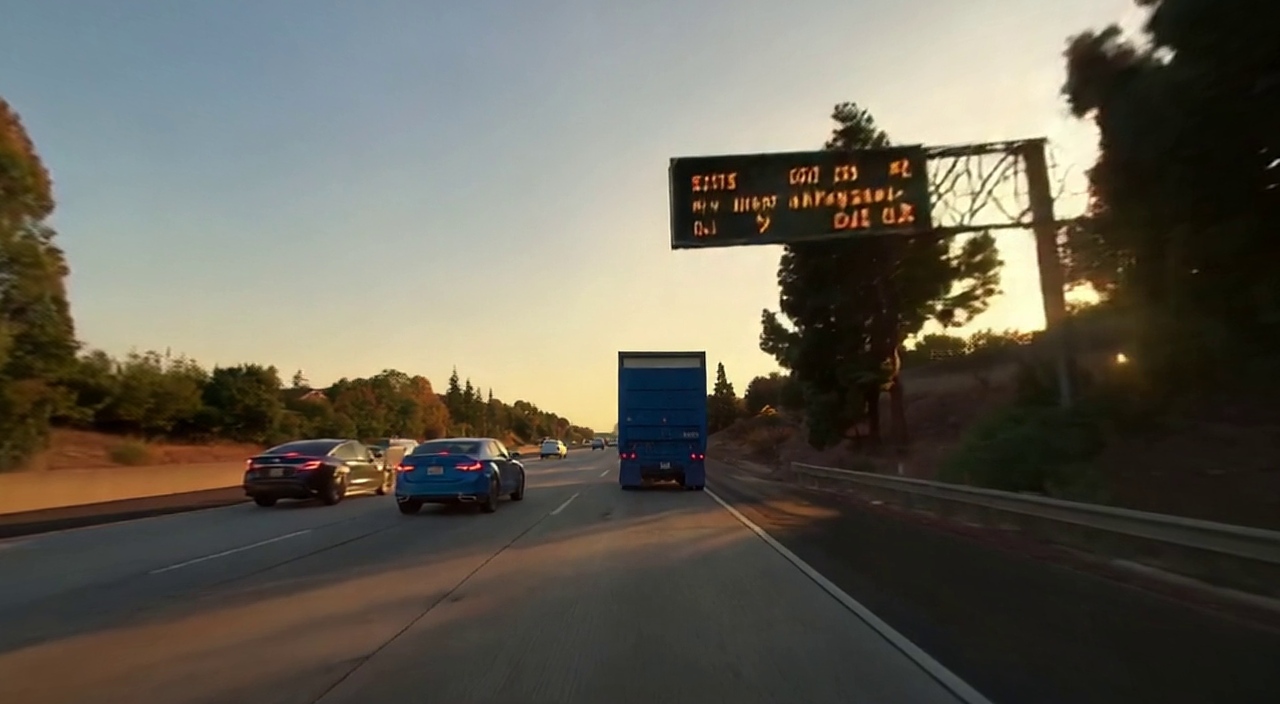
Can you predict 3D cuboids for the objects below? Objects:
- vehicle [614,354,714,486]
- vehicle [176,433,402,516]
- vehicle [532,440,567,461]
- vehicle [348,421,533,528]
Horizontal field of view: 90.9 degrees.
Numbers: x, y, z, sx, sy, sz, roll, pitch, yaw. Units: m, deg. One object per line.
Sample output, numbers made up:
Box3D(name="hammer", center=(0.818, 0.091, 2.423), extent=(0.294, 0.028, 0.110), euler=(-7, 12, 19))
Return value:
Box3D(name="vehicle", center=(0.727, 2.751, 23.715), extent=(2.870, 3.841, 10.653), euler=(0, -9, 0))
Box3D(name="vehicle", center=(-7.267, 2.583, 13.854), extent=(2.063, 1.480, 4.842), euler=(0, -9, 2))
Box3D(name="vehicle", center=(-6.612, 7.215, 46.415), extent=(1.882, 1.451, 4.416), euler=(0, -9, 1))
Box3D(name="vehicle", center=(-3.502, 2.243, 12.067), extent=(2.077, 1.671, 4.249), euler=(0, -9, 1))
